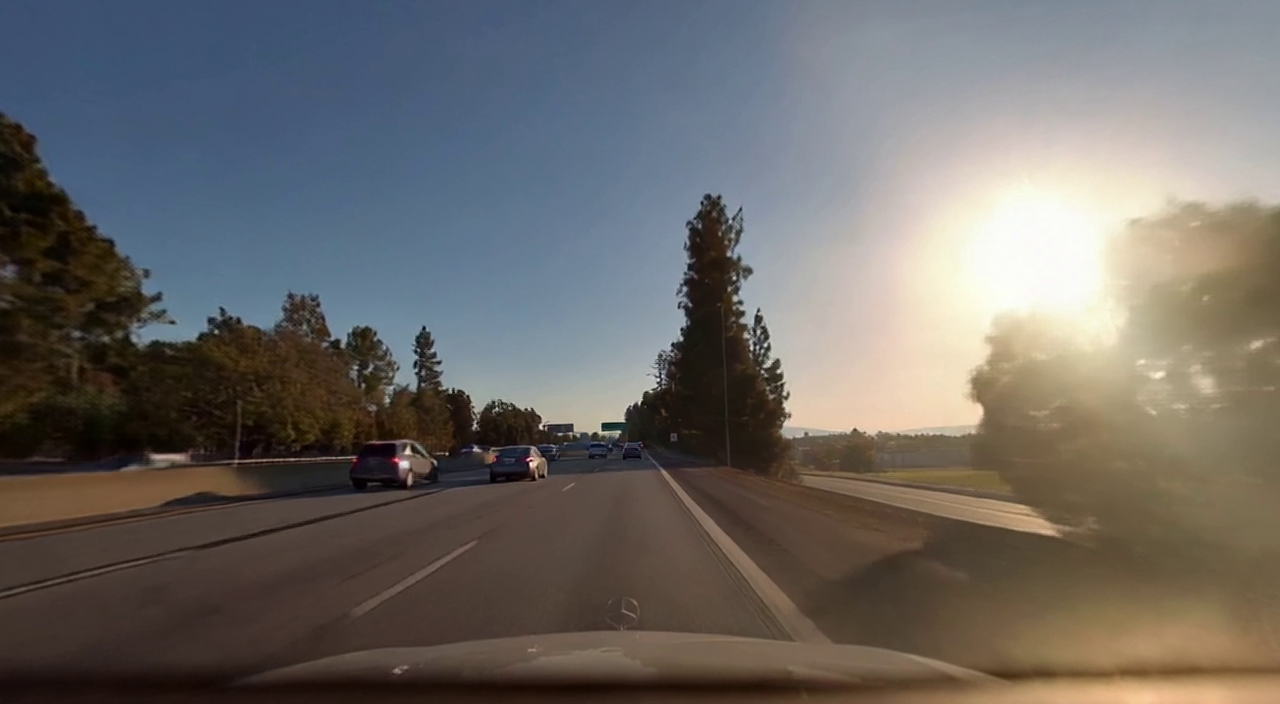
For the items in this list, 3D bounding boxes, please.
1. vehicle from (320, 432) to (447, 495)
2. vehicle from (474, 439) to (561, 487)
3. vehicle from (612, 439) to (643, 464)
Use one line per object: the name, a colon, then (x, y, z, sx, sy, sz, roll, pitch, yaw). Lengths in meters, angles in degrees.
vehicle: (-8.162, 3.580, 20.671, 2.091, 1.795, 4.617, 0, -9, 2)
vehicle: (-4.351, 4.037, 23.271, 2.102, 1.562, 4.884, 0, -9, 2)
vehicle: (-0.907, 7.492, 47.719, 2.179, 1.742, 4.396, 0, -9, 0)
